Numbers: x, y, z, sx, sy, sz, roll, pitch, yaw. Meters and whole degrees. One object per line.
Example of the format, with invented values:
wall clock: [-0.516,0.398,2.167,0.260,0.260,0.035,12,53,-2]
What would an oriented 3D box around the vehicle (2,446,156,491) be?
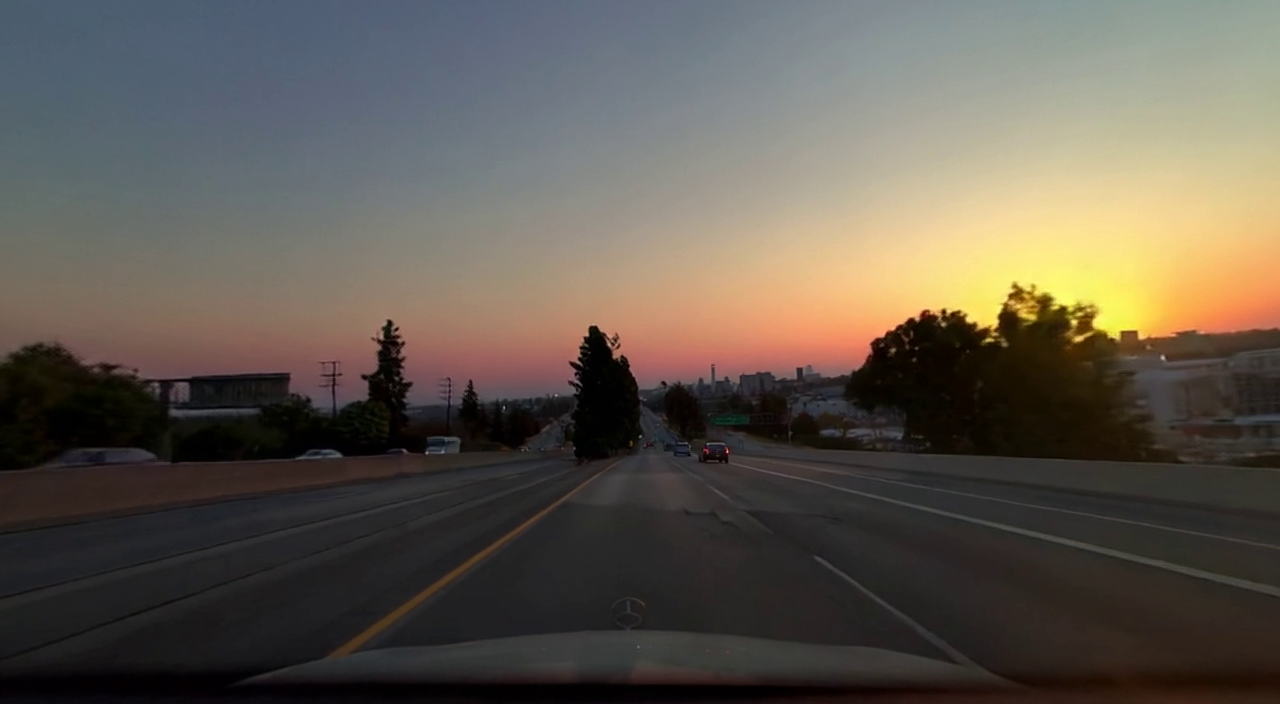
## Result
vehicle: [-24.173,4.988,27.499,2.027,1.763,5.013,0,-8,1]

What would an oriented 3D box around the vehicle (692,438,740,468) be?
vehicle: [4.085,5.476,34.401,2.062,1.518,4.026,0,-8,-1]
